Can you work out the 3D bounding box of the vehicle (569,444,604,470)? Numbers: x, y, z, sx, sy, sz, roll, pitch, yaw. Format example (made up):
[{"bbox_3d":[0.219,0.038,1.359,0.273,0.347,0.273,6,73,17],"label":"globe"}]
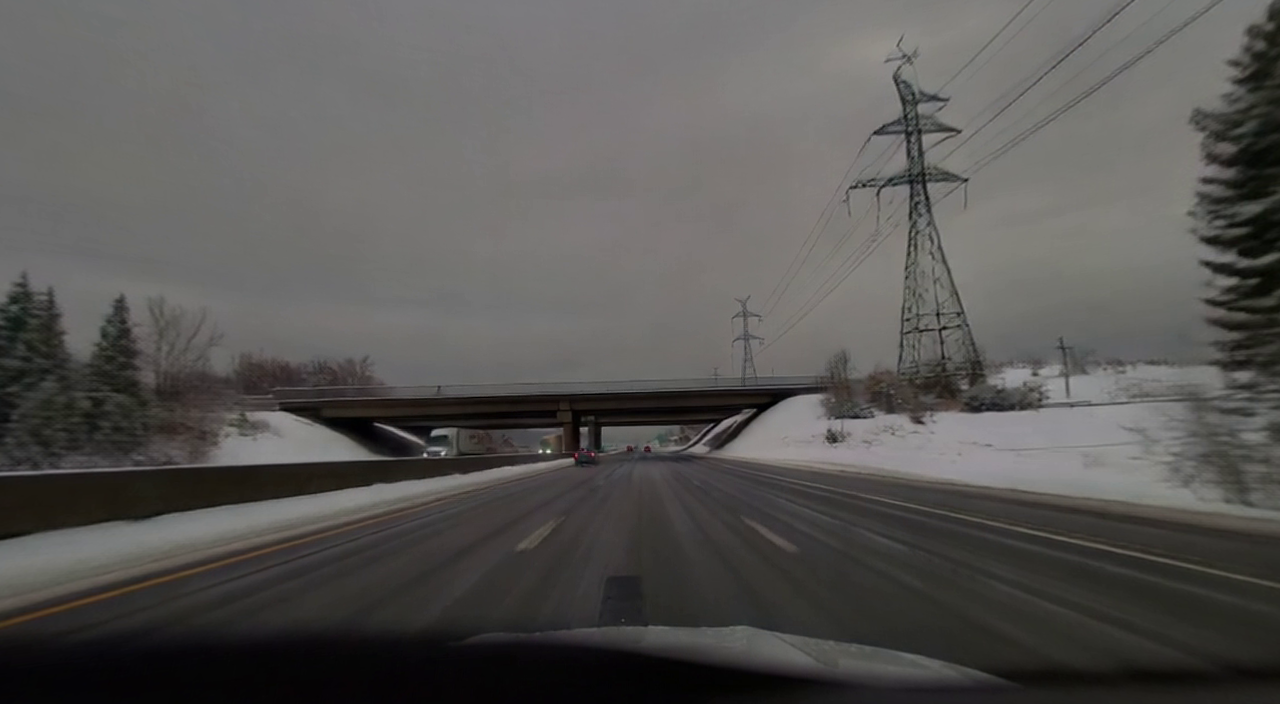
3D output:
[{"bbox_3d":[-3.493,6.898,41.532,1.924,1.550,4.165,-1,-9,0],"label":"vehicle"}]
